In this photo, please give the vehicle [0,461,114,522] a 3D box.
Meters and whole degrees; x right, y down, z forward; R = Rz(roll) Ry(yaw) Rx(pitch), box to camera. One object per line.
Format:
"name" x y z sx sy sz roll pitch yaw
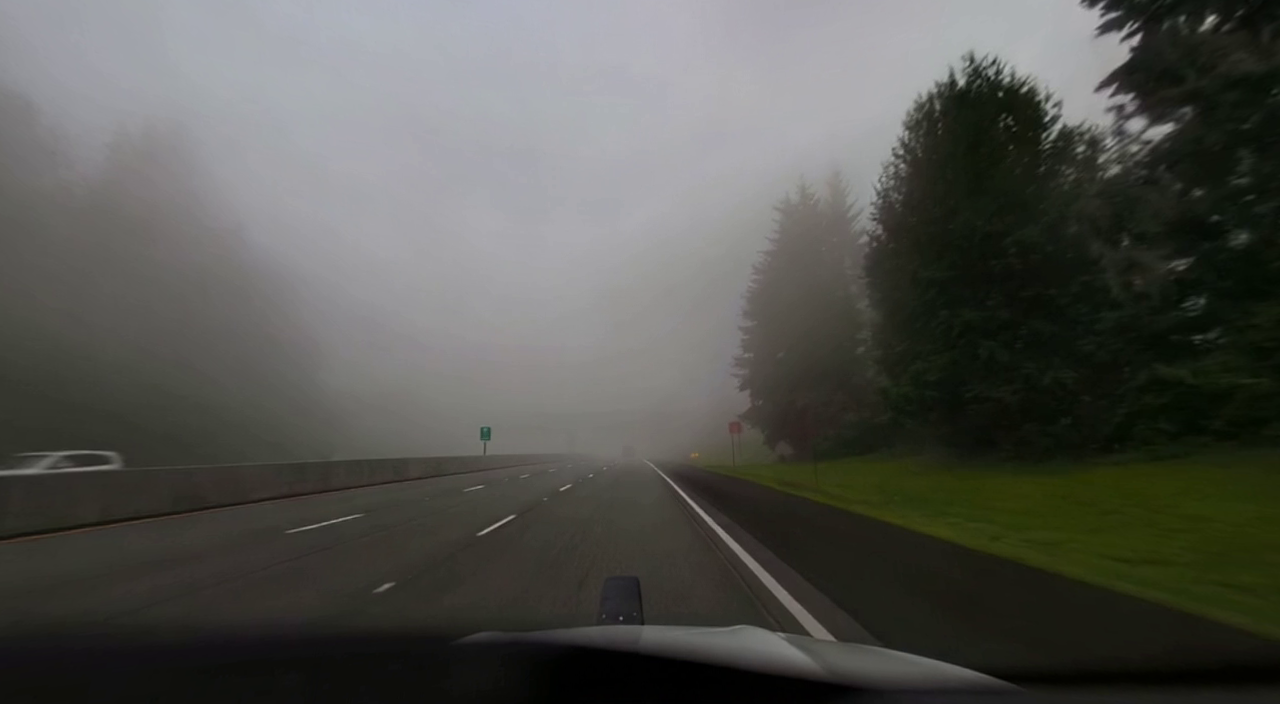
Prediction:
"vehicle" -15.887 3.555 16.369 1.531 1.356 3.360 0 -9 -1
